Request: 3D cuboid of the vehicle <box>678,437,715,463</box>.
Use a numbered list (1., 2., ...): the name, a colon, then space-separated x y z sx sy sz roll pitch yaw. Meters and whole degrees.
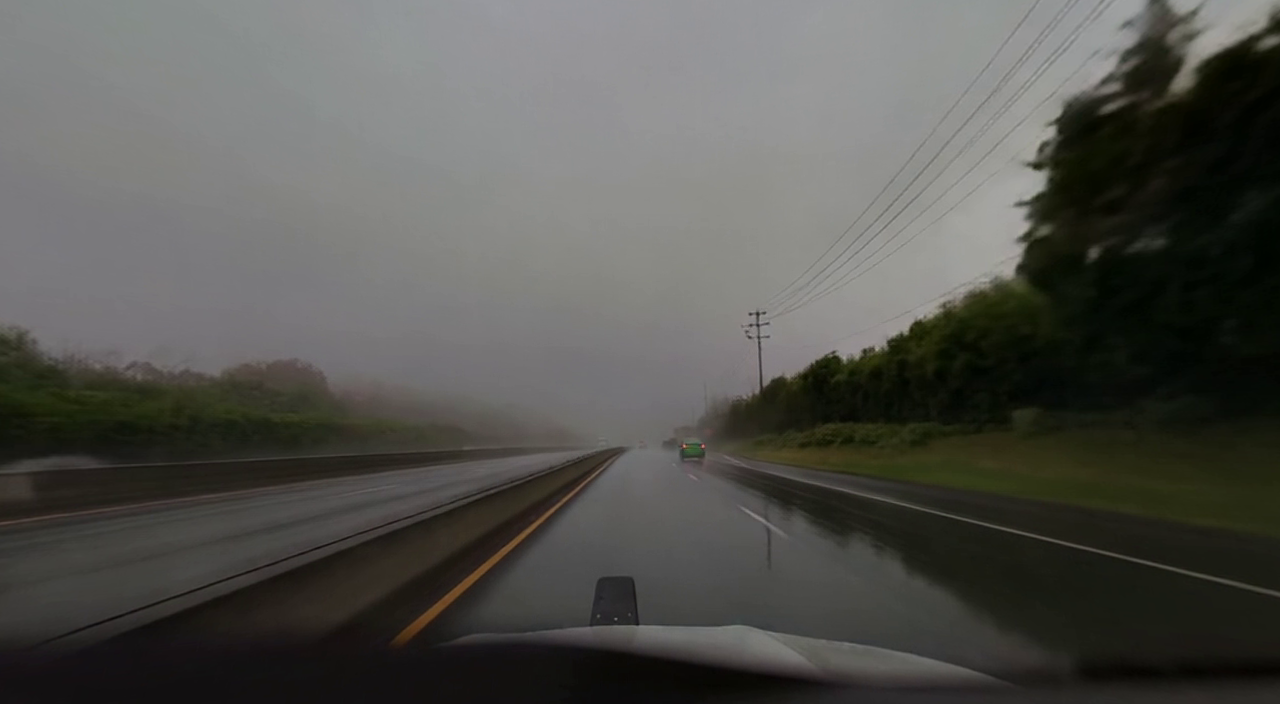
1. vehicle: 3.571 6.300 40.610 1.977 1.581 4.428 -1 -8 0
